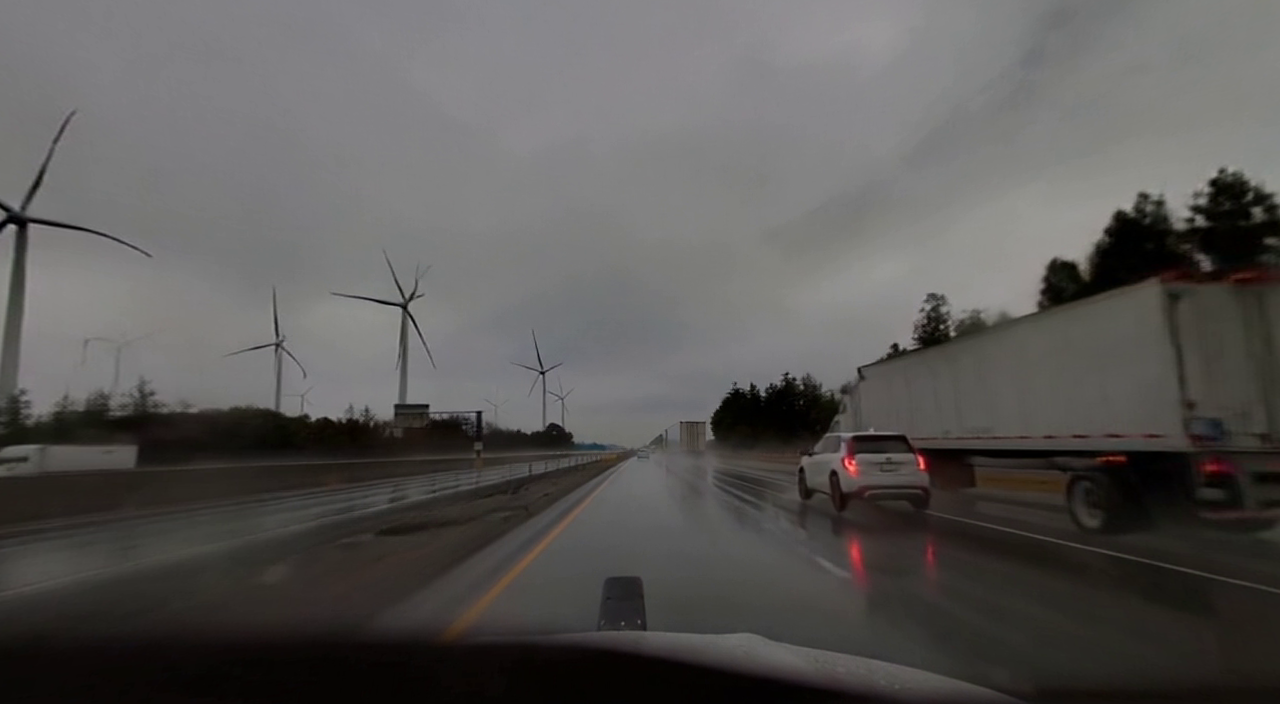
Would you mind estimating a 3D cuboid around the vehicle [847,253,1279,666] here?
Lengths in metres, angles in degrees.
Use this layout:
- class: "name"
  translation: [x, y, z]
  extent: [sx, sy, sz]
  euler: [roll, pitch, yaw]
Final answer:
- class: "vehicle"
  translation: [4.522, 1.053, 6.787]
  extent: [2.609, 2.648, 5.397]
  euler: [0, -9, -1]
